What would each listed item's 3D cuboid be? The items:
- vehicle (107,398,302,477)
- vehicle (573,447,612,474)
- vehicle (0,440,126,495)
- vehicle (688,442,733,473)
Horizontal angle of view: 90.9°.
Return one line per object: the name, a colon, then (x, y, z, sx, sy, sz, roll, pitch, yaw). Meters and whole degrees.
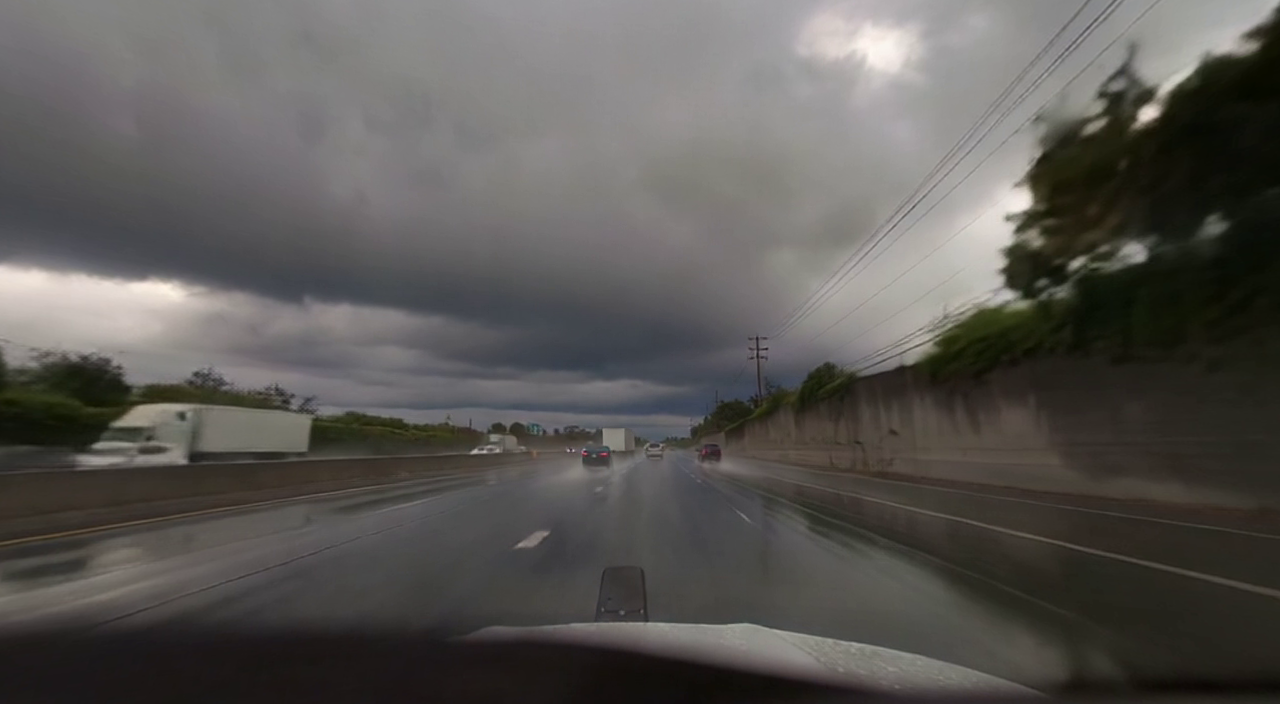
vehicle: (-23.099, 4.799, 34.633, 3.023, 3.670, 10.527, 0, -9, 1)
vehicle: (-2.759, 6.429, 37.445, 2.004, 1.498, 4.043, 0, -9, 1)
vehicle: (-18.600, 3.476, 19.188, 1.944, 1.513, 4.559, 0, -9, 1)
vehicle: (4.385, 6.666, 39.974, 2.214, 1.799, 4.627, 0, -9, -1)
